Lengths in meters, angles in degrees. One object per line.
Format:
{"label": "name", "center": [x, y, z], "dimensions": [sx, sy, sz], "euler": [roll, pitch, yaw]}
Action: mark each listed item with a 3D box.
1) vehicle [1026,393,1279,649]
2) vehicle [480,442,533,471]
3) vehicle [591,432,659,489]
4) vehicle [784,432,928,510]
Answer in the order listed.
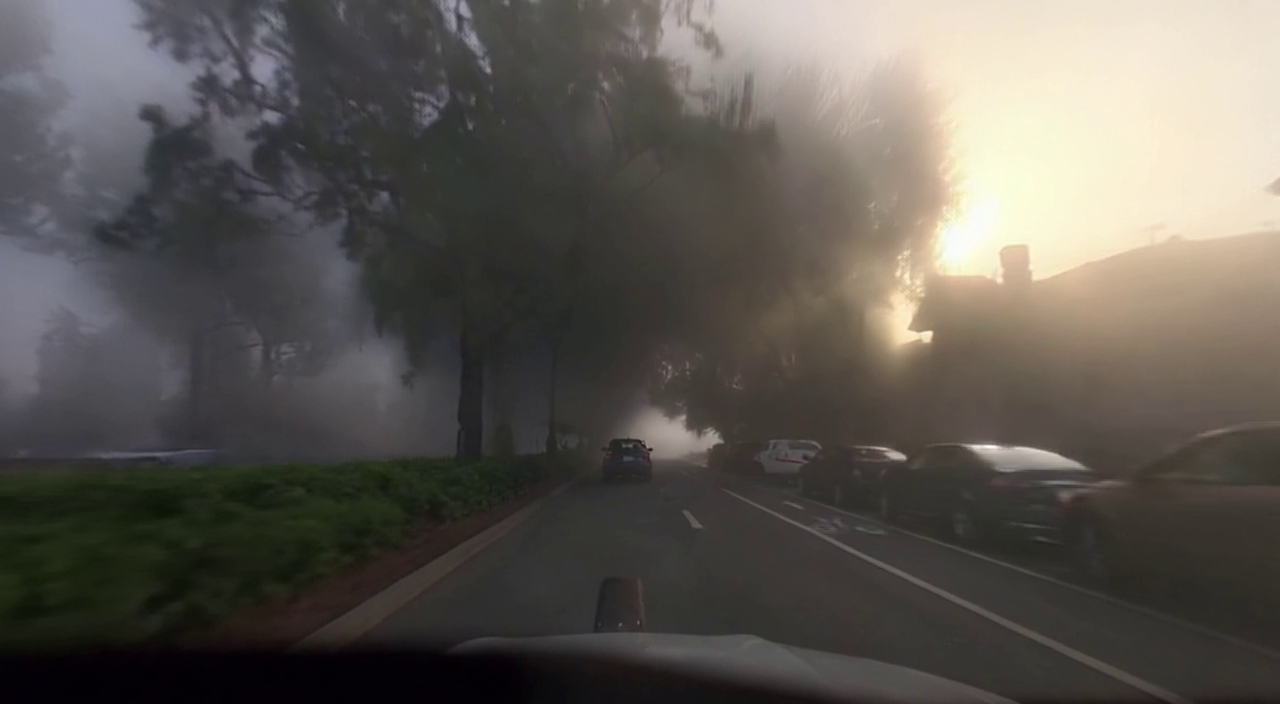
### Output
{"label": "vehicle", "center": [5.690, 1.250, 4.839], "dimensions": [2.233, 1.811, 4.922], "euler": [0, -9, -1]}
{"label": "vehicle", "center": [-7.359, 5.798, 35.295], "dimensions": [2.105, 1.474, 4.808], "euler": [0, -8, -3]}
{"label": "vehicle", "center": [-0.507, 3.626, 21.417], "dimensions": [2.070, 1.698, 3.925], "euler": [0, -8, -1]}
{"label": "vehicle", "center": [5.367, 3.007, 16.467], "dimensions": [2.018, 1.708, 4.541], "euler": [0, -9, -2]}
